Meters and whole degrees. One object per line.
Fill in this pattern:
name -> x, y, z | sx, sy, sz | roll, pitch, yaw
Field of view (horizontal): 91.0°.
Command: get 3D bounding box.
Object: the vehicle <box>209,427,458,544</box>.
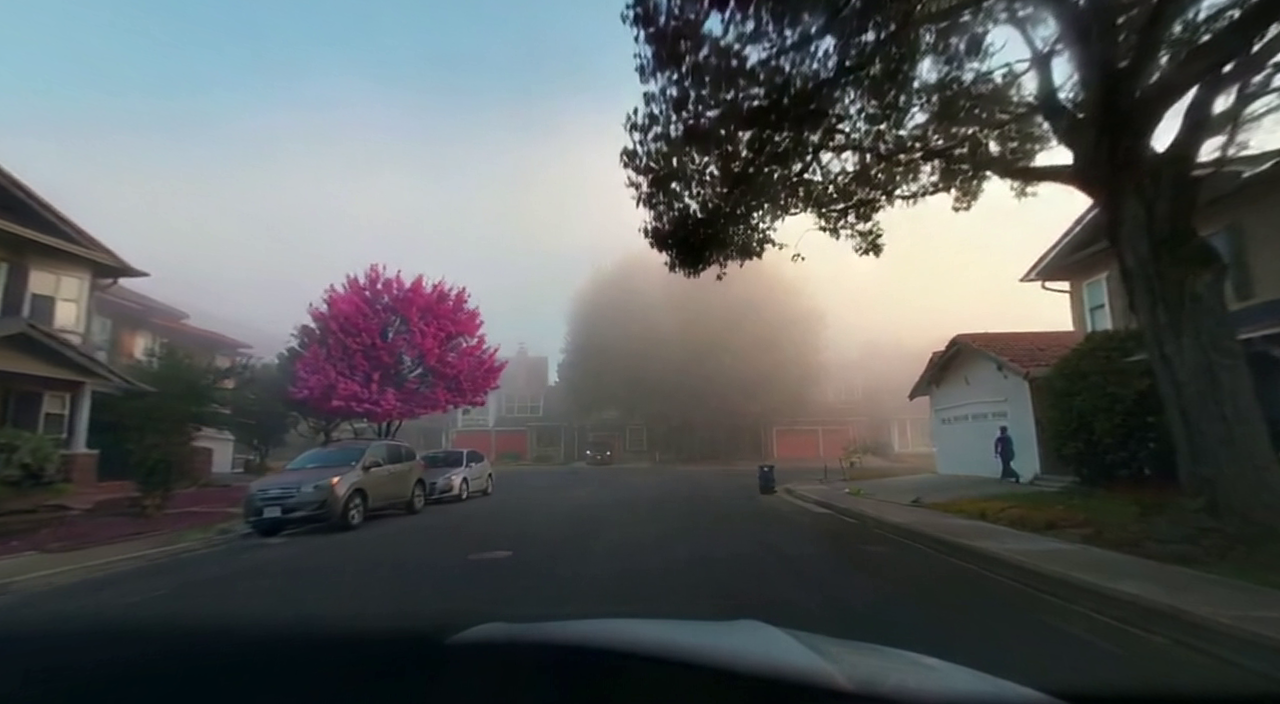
vehicle -> -5.467, 2.427, 12.183 | 2.139, 1.783, 4.717 | -1, -9, 5

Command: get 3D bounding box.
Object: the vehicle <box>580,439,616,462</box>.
vehicle -> -2.892, 6.975, 44.629 | 1.968, 1.491, 4.486 | -1, -9, 4
